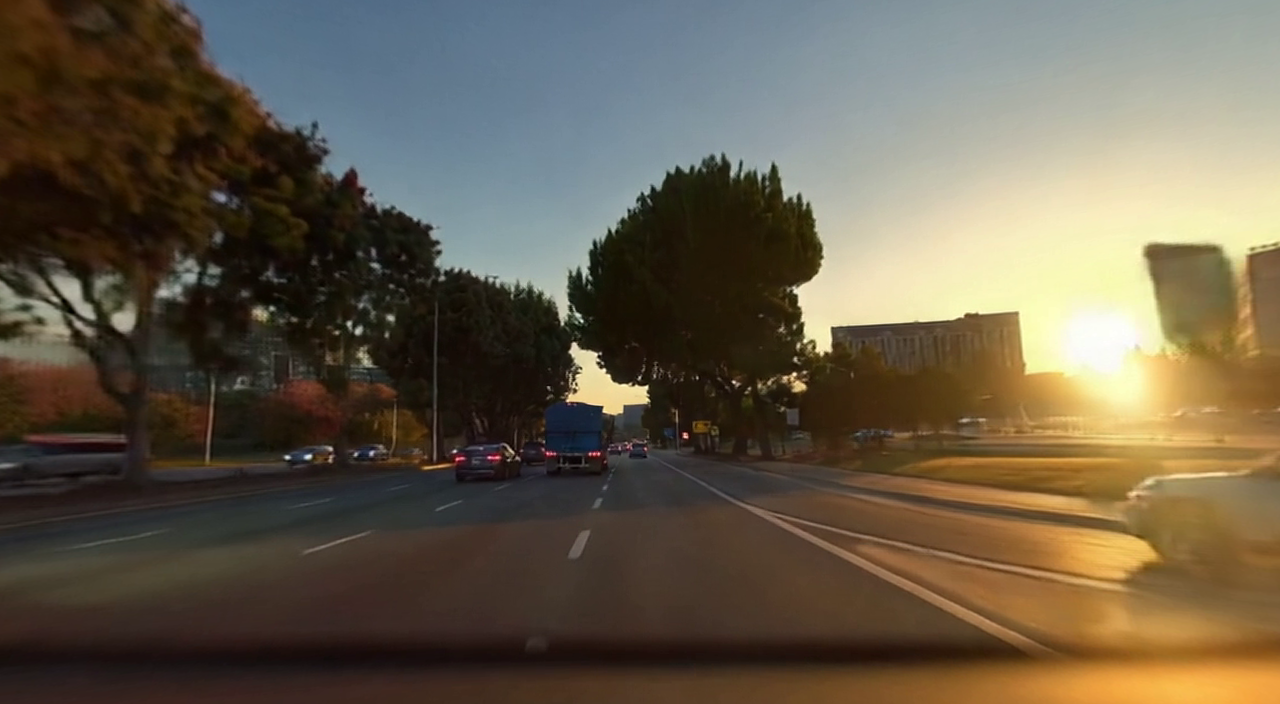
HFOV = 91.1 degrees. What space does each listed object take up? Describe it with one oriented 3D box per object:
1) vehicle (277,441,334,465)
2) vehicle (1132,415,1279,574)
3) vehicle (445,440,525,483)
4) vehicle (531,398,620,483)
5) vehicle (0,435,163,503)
[{"bbox_3d":[-25.846,7.826,48.694,1.937,1.706,4.617,0,-9,0],"label":"vehicle"},{"bbox_3d":[8.349,1.466,6.339,2.140,1.685,4.720,5,-10,-30],"label":"vehicle"},{"bbox_3d":[-5.787,4.120,23.964,2.023,1.483,4.143,0,-9,-1],"label":"vehicle"},{"bbox_3d":[-2.451,3.712,26.235,2.993,3.051,6.692,0,-9,0],"label":"vehicle"},{"bbox_3d":[-15.272,3.001,16.512,2.026,1.523,4.584,0,-9,-4],"label":"vehicle"}]
